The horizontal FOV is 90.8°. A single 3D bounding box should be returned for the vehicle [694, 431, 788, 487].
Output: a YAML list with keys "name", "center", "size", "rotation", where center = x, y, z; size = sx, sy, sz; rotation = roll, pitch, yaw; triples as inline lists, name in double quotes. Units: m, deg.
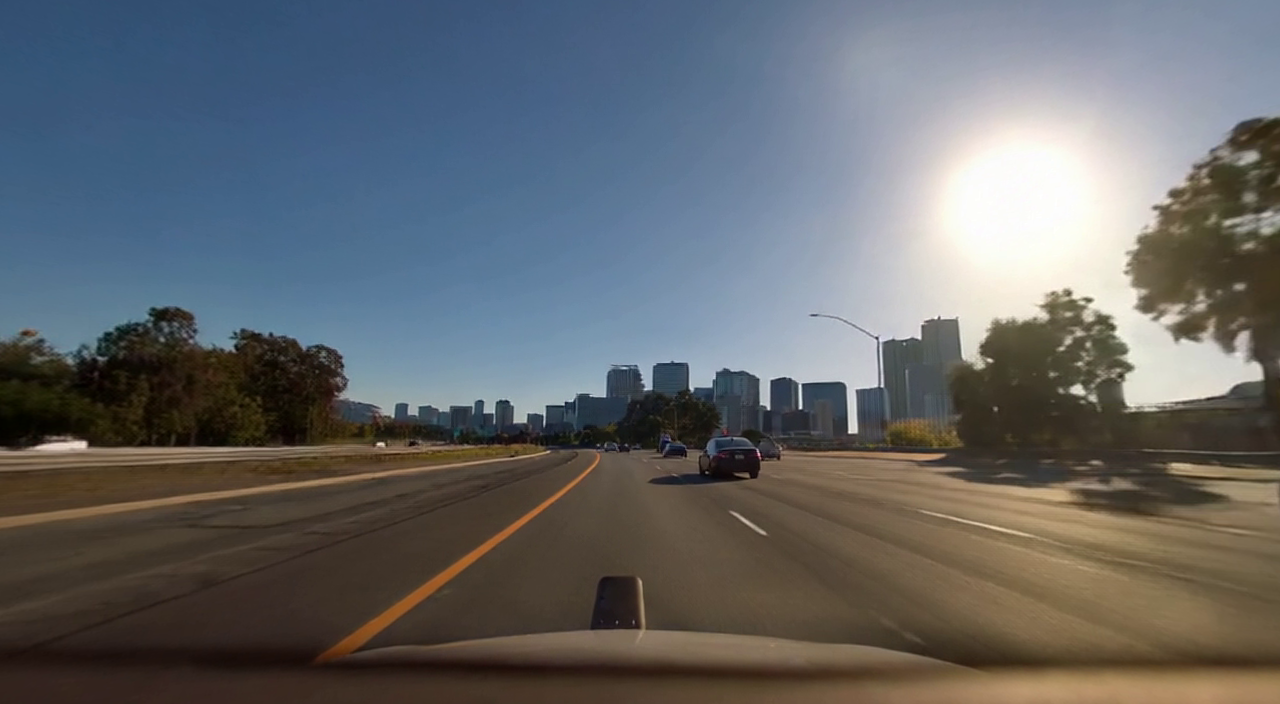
- name: "vehicle"
  center: [3.320, 3.634, 21.797]
  size: [2.305, 1.729, 4.526]
  rotation: [0, -8, -3]

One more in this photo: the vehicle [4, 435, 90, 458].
- name: "vehicle"
  center: [-46.504, 7.436, 49.726]
  size: [2.138, 1.643, 4.956]
  rotation: [0, -8, -3]
